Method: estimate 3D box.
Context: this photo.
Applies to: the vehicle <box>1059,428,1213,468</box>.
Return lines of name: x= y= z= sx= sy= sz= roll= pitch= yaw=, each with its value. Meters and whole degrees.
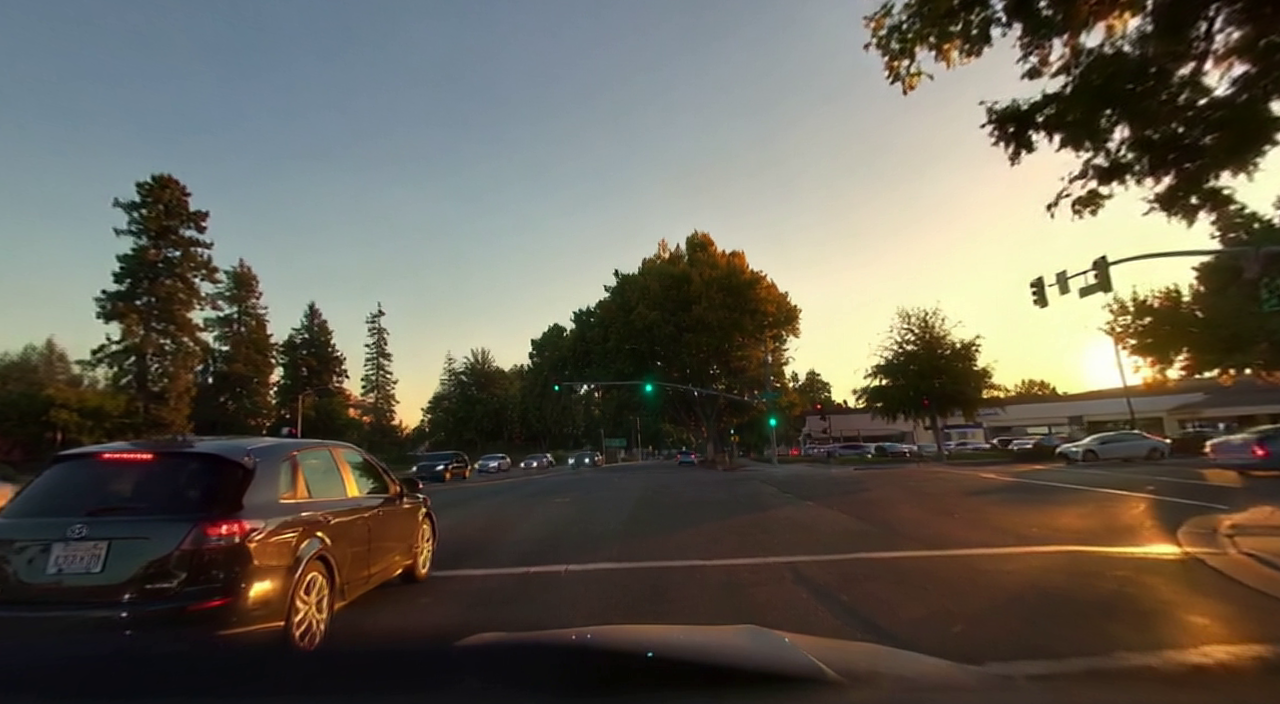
vehicle: x=19.765 y=3.844 z=25.239 sx=4.552 sy=1.492 sz=2.002 roll=0 pitch=-9 yaw=-4

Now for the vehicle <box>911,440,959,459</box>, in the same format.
vehicle: x=22.182 y=7.309 z=47.322 sx=1.930 sy=1.410 sz=4.313 roll=-8 pitch=-12 yaw=42

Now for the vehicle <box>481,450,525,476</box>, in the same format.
vehicle: x=-9.954 y=8.062 z=46.033 sx=1.905 sy=1.724 sz=4.449 roll=-1 pitch=-8 yaw=4

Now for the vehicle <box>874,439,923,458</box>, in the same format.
vehicle: x=20.145 y=7.479 z=48.983 sx=1.945 sy=1.434 sz=4.293 roll=-9 pitch=-12 yaw=44

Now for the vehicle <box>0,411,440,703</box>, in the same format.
vehicle: x=-2.887 y=1.156 z=3.441 sx=1.924 sy=1.482 sz=4.734 roll=0 pitch=-8 yaw=1
